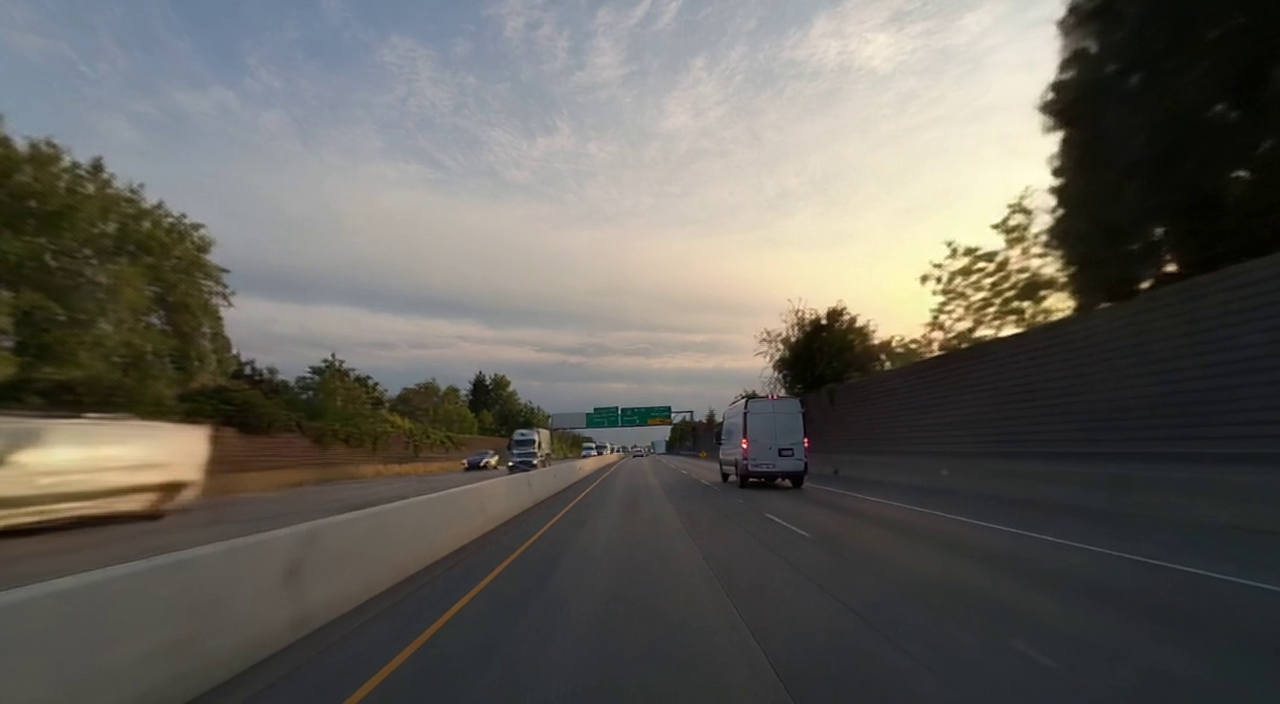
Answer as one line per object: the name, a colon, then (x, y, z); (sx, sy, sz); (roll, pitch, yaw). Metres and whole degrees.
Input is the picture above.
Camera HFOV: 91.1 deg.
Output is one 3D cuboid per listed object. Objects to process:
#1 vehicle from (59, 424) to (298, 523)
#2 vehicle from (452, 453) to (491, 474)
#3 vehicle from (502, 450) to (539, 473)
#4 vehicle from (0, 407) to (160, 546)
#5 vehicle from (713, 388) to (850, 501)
vehicle: (-12.819, 3.393, 18.235); (2.496, 2.353, 5.824); (0, -9, 0)
vehicle: (-12.666, 8.356, 47.449); (1.802, 1.445, 4.047); (0, -9, -1)
vehicle: (-8.144, 7.490, 43.155); (1.800, 1.441, 3.633); (-1, -9, 0)
vehicle: (-12.796, 2.318, 11.764); (2.601, 2.464, 6.400); (0, -9, -1)
vehicle: (3.942, 2.825, 19.207); (2.449, 2.805, 6.763); (0, -9, -1)
